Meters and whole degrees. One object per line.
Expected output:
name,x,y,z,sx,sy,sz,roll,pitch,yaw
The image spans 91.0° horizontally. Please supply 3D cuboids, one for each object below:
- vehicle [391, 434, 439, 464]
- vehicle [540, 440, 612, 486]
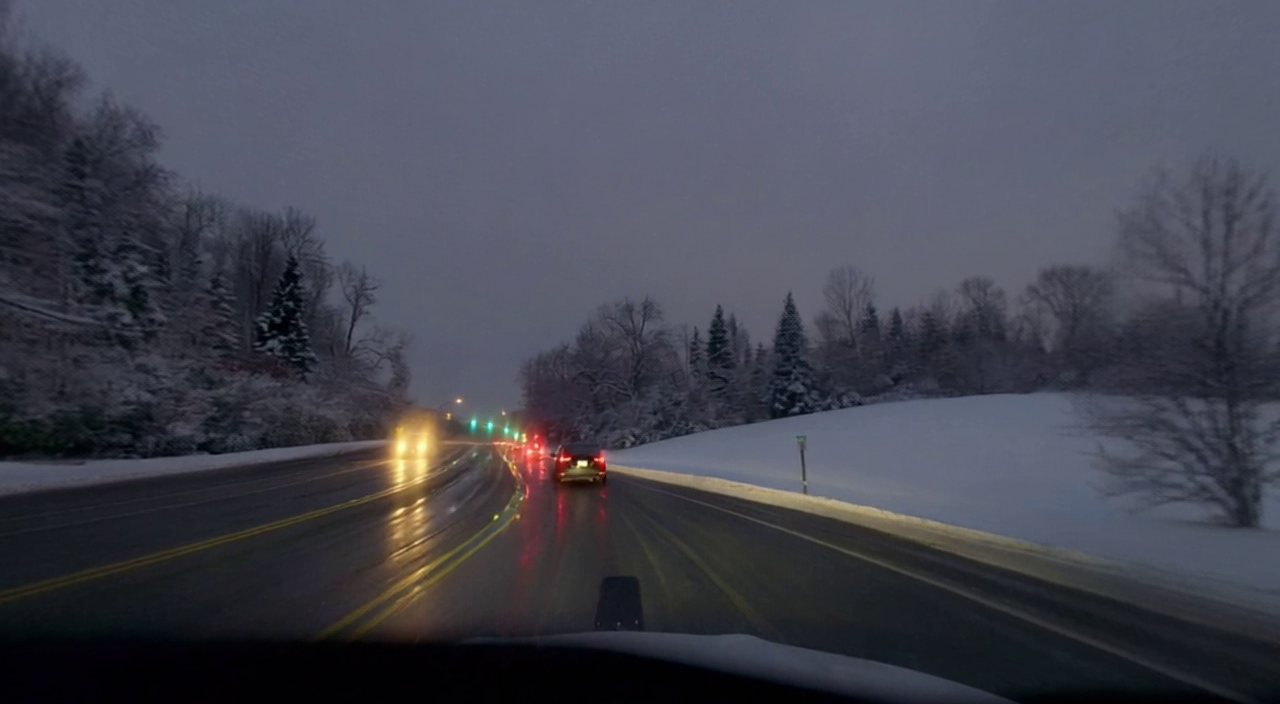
vehicle,-12.607,5.456,35.489,1.894,1.621,3.900,1,-9,-10
vehicle,-2.439,4.014,23.165,2.296,1.510,4.068,2,-9,-10
